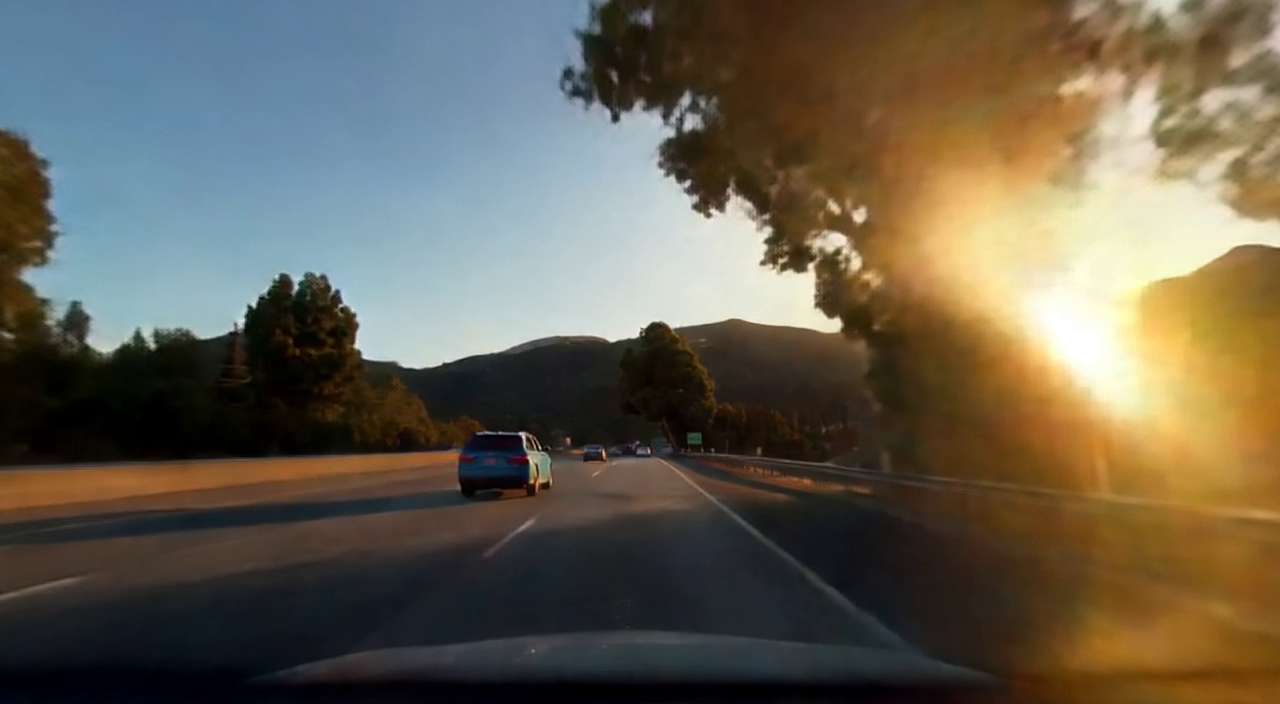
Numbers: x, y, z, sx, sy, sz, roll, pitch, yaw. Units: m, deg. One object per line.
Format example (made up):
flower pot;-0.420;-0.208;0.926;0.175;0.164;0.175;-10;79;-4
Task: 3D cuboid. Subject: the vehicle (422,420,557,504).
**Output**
vehicle;-3.425;2.612;15.390;2.138;1.718;4.415;0;-8;1
